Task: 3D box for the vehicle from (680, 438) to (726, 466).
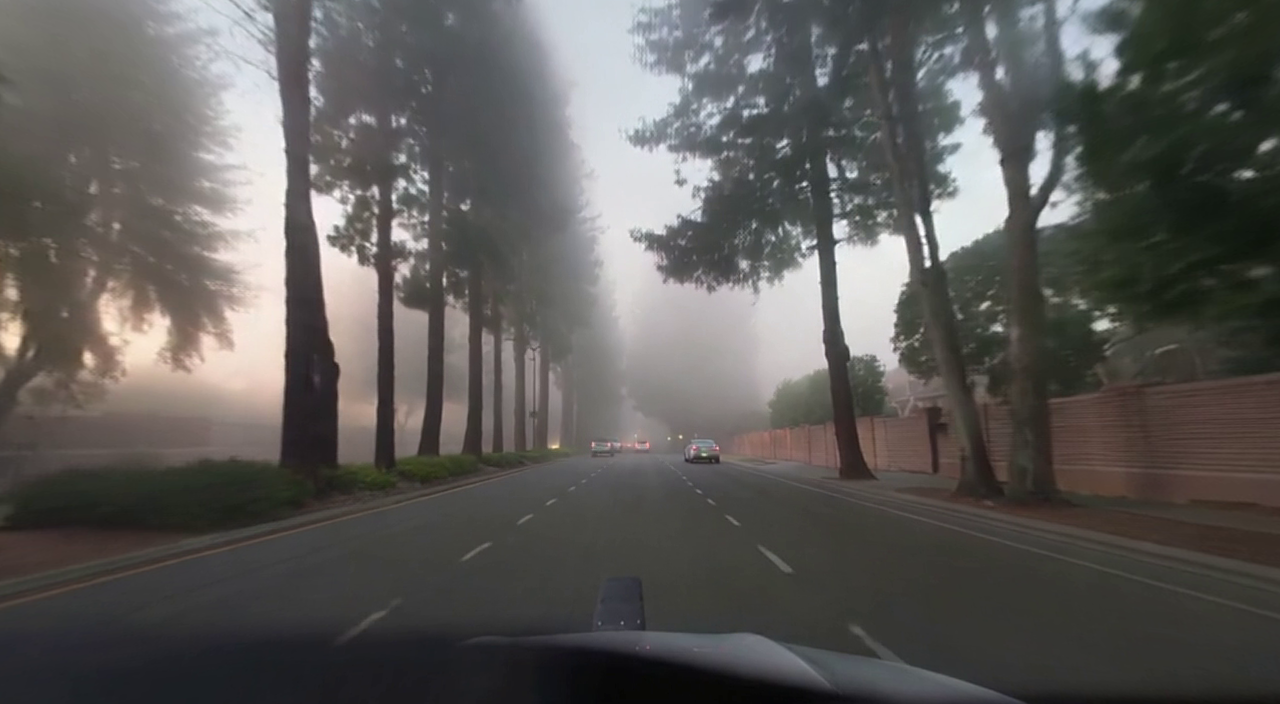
[{"bbox_3d":[3.811,6.132,38.914,2.237,1.578,4.621,0,-8,-1],"label":"vehicle"}]
